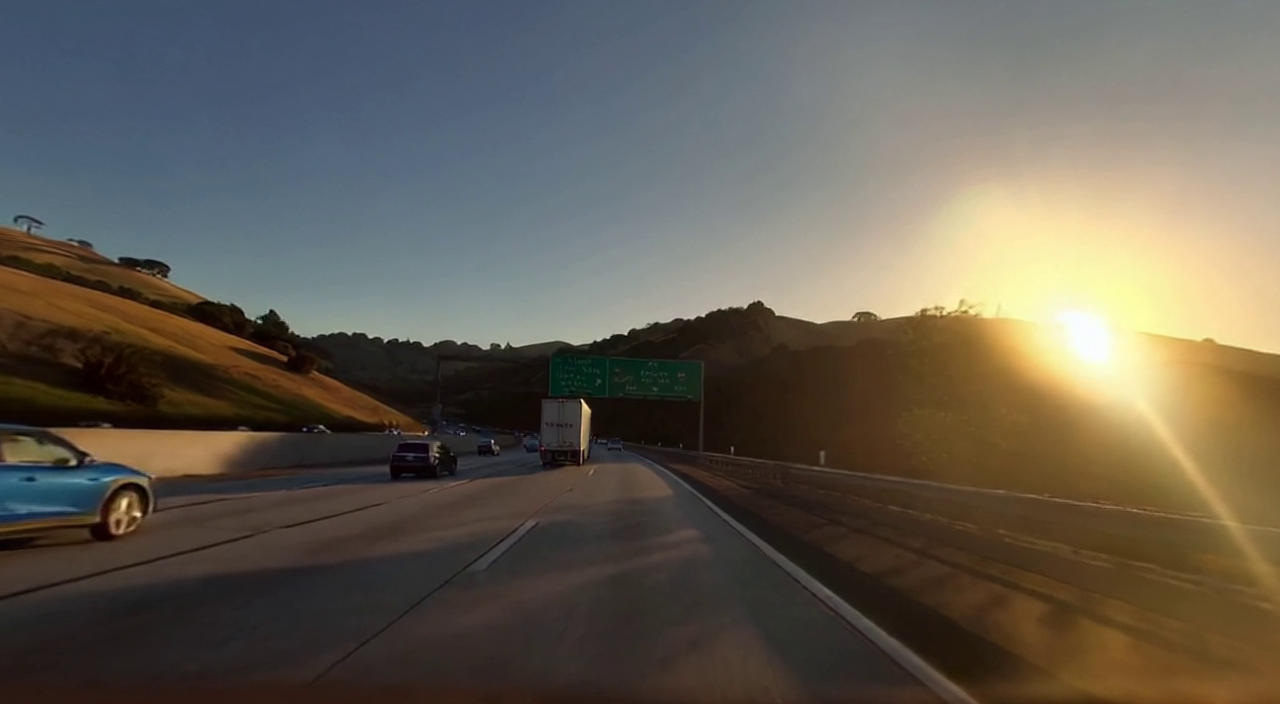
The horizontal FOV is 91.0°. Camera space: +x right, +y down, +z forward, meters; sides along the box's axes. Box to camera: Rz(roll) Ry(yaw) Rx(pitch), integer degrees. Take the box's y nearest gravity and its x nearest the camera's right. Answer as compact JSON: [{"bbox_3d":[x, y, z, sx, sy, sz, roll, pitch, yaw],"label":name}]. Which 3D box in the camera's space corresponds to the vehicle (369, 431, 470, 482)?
[{"bbox_3d":[-7.960,3.829,23.268,2.099,1.644,4.638,1,-9,-1],"label":"vehicle"}]

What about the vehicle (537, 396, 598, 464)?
[{"bbox_3d":[-4.776,5.681,44.464,2.880,4.025,14.064,1,-9,-1],"label":"vehicle"}]

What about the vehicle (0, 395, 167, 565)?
[{"bbox_3d":[-7.678,1.328,6.599,2.081,1.740,4.268,1,-9,0],"label":"vehicle"}]
